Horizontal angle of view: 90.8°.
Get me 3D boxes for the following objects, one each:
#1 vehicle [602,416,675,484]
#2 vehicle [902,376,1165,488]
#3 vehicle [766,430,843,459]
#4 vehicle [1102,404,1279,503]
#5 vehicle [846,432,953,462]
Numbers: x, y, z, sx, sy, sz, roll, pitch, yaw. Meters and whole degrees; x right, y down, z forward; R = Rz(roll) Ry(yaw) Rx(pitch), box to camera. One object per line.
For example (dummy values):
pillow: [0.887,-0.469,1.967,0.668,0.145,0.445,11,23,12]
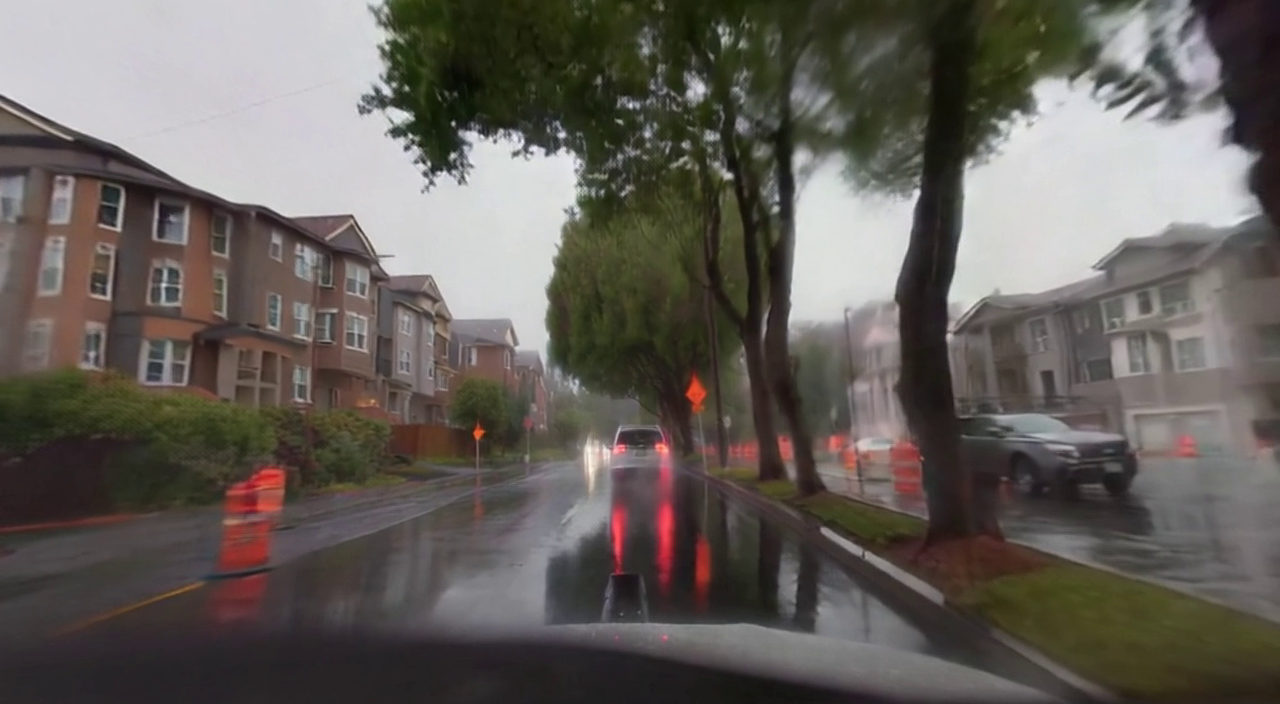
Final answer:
vehicle: [-0.111,3.315,21.470,2.169,2.015,5.206,0,-9,-1]
vehicle: [9.582,2.236,16.534,2.253,2.306,6.753,-1,-10,-2]
vehicle: [9.497,5.371,36.593,3.835,1.584,1.893,1,-8,-8]
vehicle: [10.582,1.888,11.415,1.698,1.548,2.969,2,-13,-20]
vehicle: [13.014,4.803,31.936,4.567,1.448,1.890,-1,-8,7]
